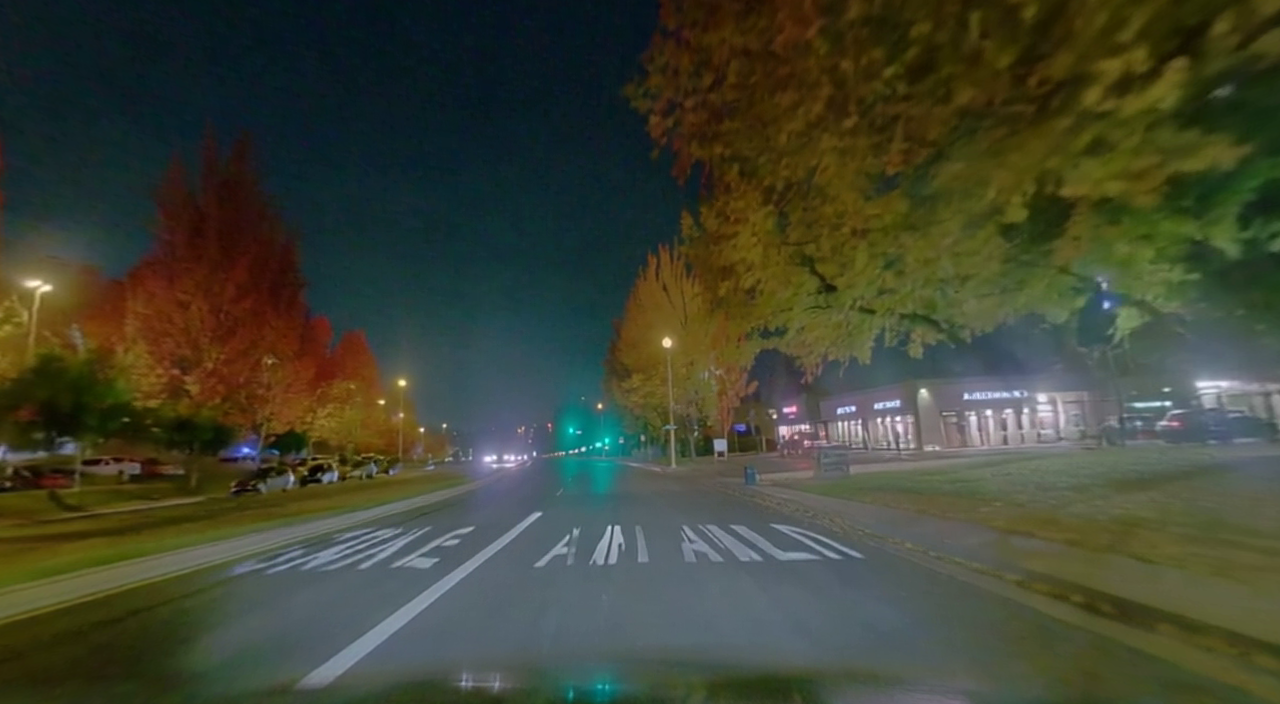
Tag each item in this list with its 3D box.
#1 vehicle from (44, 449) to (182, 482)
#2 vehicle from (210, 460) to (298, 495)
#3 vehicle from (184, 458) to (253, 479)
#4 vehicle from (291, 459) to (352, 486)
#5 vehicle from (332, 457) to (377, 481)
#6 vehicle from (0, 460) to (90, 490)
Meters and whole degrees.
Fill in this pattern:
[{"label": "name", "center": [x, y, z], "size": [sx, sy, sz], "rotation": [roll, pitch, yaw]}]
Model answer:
[{"label": "vehicle", "center": [-30.455, 6.584, 36.455], "size": [5.746, 1.807, 2.140], "rotation": [1, -9, -6]}, {"label": "vehicle", "center": [-19.582, 6.355, 32.069], "size": [1.956, 1.550, 4.375], "rotation": [1, -9, -4]}, {"label": "vehicle", "center": [-31.723, 8.760, 47.331], "size": [3.852, 1.494, 1.817], "rotation": [1, -9, -4]}, {"label": "vehicle", "center": [-20.518, 7.752, 40.632], "size": [1.887, 1.490, 4.432], "rotation": [1, -9, -4]}, {"label": "vehicle", "center": [-21.275, 8.720, 46.959], "size": [1.896, 1.495, 4.108], "rotation": [-4, -9, -7]}, {"label": "vehicle", "center": [-30.055, 6.099, 31.187], "size": [3.598, 1.407, 1.740], "rotation": [1, -9, -5]}]
